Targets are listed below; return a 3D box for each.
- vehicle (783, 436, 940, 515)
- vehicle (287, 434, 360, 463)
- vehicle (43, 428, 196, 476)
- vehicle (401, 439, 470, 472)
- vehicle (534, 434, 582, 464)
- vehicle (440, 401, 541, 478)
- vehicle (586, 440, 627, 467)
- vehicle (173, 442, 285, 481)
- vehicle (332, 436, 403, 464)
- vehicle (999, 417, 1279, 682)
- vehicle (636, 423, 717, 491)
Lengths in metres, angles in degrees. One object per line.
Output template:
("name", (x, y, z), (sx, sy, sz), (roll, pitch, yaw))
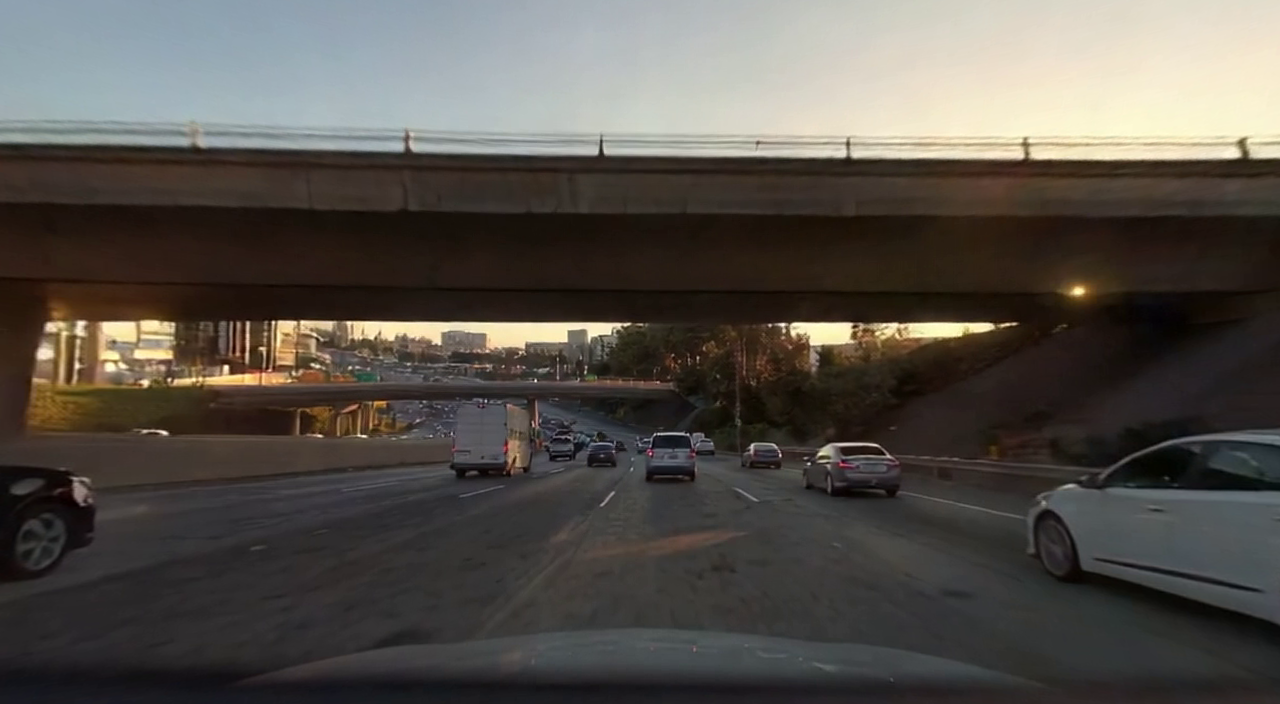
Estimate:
("vehicle", (4.739, 2.680, 14.313), (1.942, 1.487, 4.518), (0, -8, 0))
("vehicle", (-19.875, 6.094, 39.831), (2.064, 1.719, 4.599), (0, -8, 2))
("vehicle", (-20.246, 3.894, 24.856), (1.920, 1.695, 4.612), (0, -8, 2))
("vehicle", (-9.895, 5.031, 30.799), (1.923, 1.480, 3.905), (0, -8, 2))
("vehicle", (-5.540, 6.656, 43.453), (2.269, 1.929, 6.032), (0, -8, 2))
("vehicle", (-6.089, 3.738, 26.899), (2.358, 2.817, 7.055), (0, -8, 2))
("vehicle", (-1.950, 6.114, 38.274), (2.079, 1.499, 4.512), (0, -8, 2))
("vehicle", (-16.042, 4.268, 24.887), (1.823, 1.388, 3.705), (0, -8, 2))
("vehicle", (-16.025, 5.776, 37.370), (1.943, 1.564, 4.687), (0, -8, 2))
("vehicle", (4.582, 1.191, 4.064), (1.915, 1.482, 4.537), (0, -8, 1))
("vehicle", (1.065, 3.234, 19.761), (2.209, 1.863, 4.626), (0, -8, 1))
